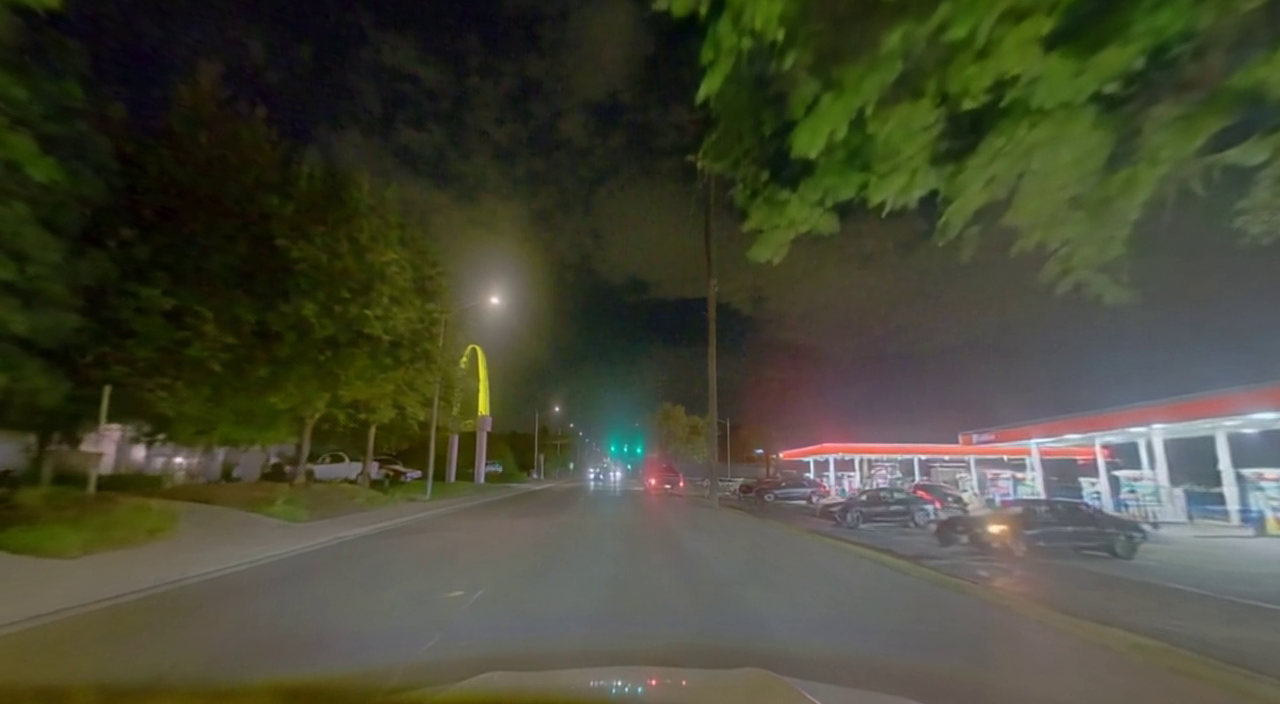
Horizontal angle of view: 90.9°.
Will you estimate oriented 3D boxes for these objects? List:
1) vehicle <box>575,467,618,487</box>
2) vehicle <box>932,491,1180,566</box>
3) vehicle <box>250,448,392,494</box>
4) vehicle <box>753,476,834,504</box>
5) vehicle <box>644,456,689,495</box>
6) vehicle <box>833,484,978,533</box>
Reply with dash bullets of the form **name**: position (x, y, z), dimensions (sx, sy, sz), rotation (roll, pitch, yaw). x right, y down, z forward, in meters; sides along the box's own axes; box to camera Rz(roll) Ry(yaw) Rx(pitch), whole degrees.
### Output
- **vehicle**: position (-3.289, 9.573, 48.399), dimensions (1.993, 1.454, 3.810), rotation (-3, -11, 18)
- **vehicle**: position (9.360, 3.997, 14.455), dimensions (4.316, 1.462, 1.921), rotation (1, -10, -3)
- **vehicle**: position (-12.670, 4.767, 25.246), dimensions (4.575, 1.641, 2.006), rotation (11, -15, -43)
- **vehicle**: position (8.784, 7.909, 36.204), dimensions (4.123, 1.446, 1.807), rotation (1, -11, -3)
- **vehicle**: position (1.465, 7.280, 37.351), dimensions (2.153, 2.074, 5.188), rotation (1, -10, -3)
- **vehicle**: position (9.104, 5.396, 21.862), dimensions (4.169, 1.474, 1.850), rotation (1, -10, -2)
